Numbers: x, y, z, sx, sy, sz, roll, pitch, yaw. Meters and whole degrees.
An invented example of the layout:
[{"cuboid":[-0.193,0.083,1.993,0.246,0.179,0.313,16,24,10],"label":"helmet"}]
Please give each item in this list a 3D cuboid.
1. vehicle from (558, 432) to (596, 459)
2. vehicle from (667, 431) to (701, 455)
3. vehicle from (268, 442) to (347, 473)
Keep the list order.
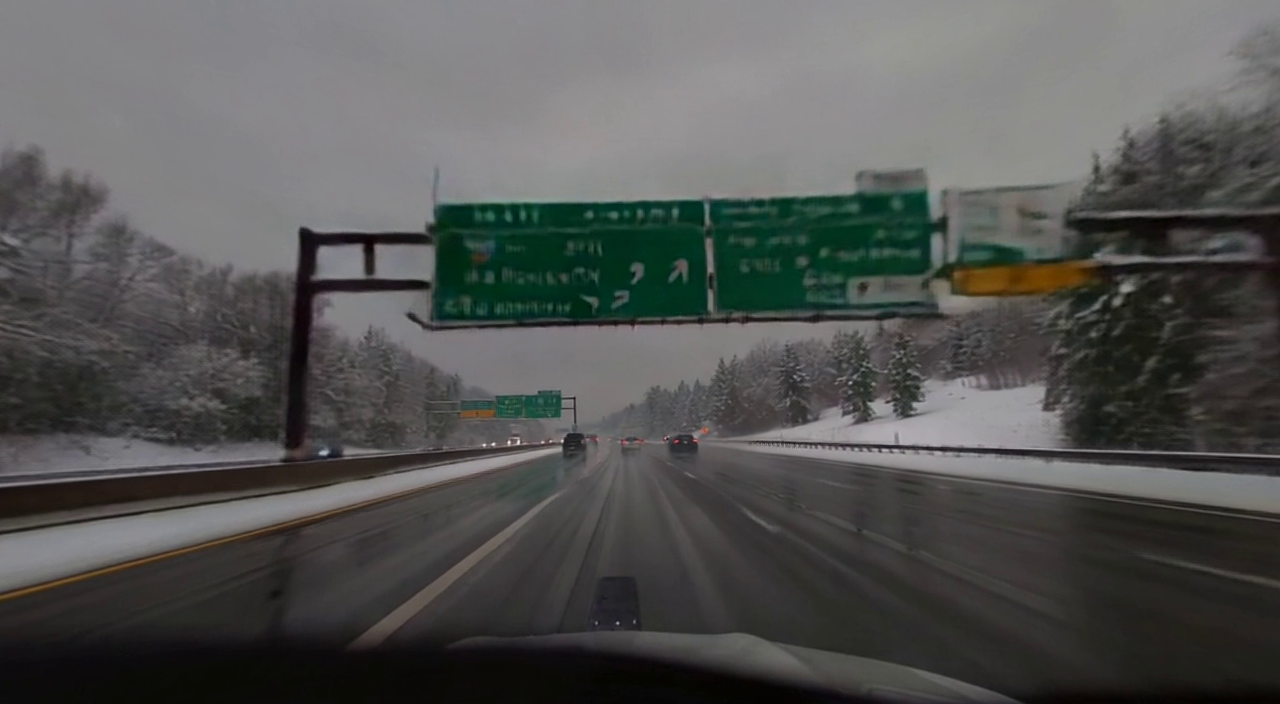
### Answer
[{"cuboid":[-3.956,5.907,39.825,2.119,1.629,3.946,0,-8,-2],"label":"vehicle"},{"cuboid":[3.183,6.696,46.230,2.066,1.673,4.225,0,-8,-2],"label":"vehicle"},{"cuboid":[-17.499,5.529,33.320,1.886,1.512,4.244,0,-8,-1],"label":"vehicle"}]
